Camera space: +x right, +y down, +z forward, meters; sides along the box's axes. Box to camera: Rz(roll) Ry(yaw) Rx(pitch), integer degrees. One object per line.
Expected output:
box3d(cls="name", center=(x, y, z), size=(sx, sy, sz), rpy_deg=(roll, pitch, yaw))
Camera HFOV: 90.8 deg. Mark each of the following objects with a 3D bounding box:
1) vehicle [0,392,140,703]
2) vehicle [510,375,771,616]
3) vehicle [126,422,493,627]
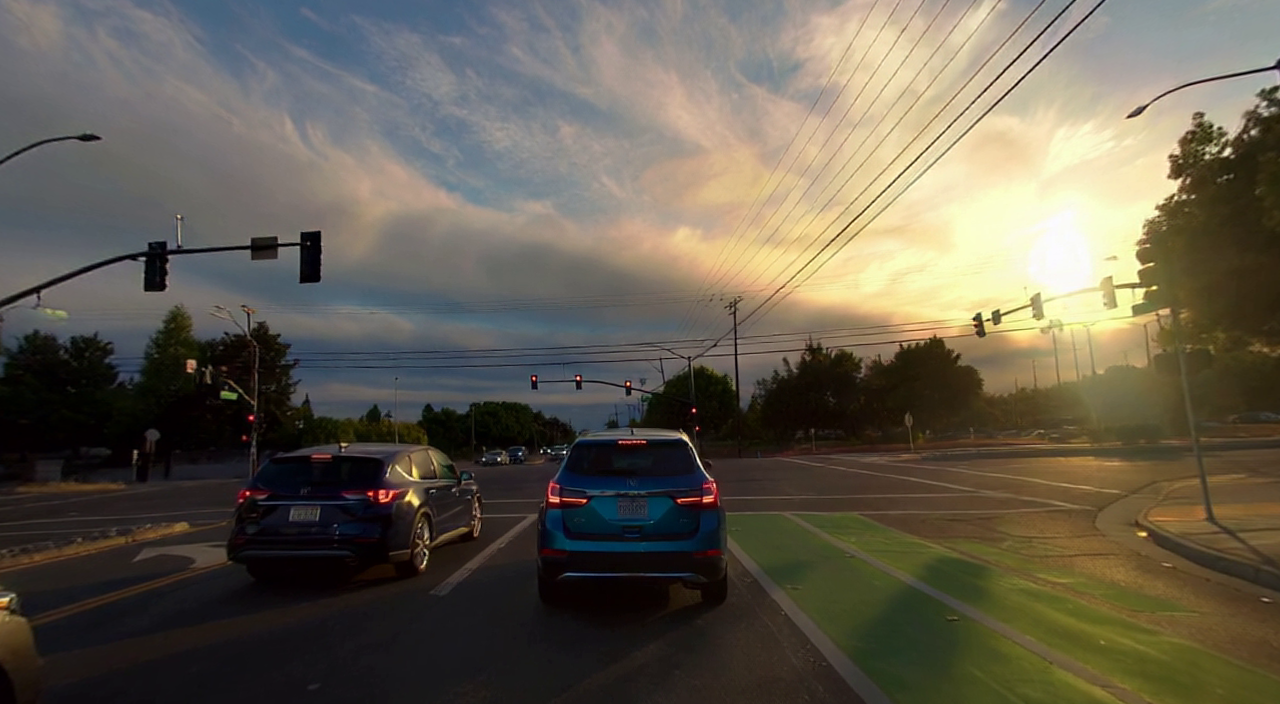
box3d(cls="vehicle", center=(-3.479, 0.612, 0.318), size=(2.138, 1.488, 5.327), rpy_deg=(0, -8, 0))
box3d(cls="vehicle", center=(-0.030, 1.561, 7.642), size=(2.036, 1.885, 5.196), rpy_deg=(0, -10, -1))
box3d(cls="vehicle", center=(-2.937, 1.618, 6.724), size=(1.726, 1.506, 3.840), rpy_deg=(0, -10, 1))
